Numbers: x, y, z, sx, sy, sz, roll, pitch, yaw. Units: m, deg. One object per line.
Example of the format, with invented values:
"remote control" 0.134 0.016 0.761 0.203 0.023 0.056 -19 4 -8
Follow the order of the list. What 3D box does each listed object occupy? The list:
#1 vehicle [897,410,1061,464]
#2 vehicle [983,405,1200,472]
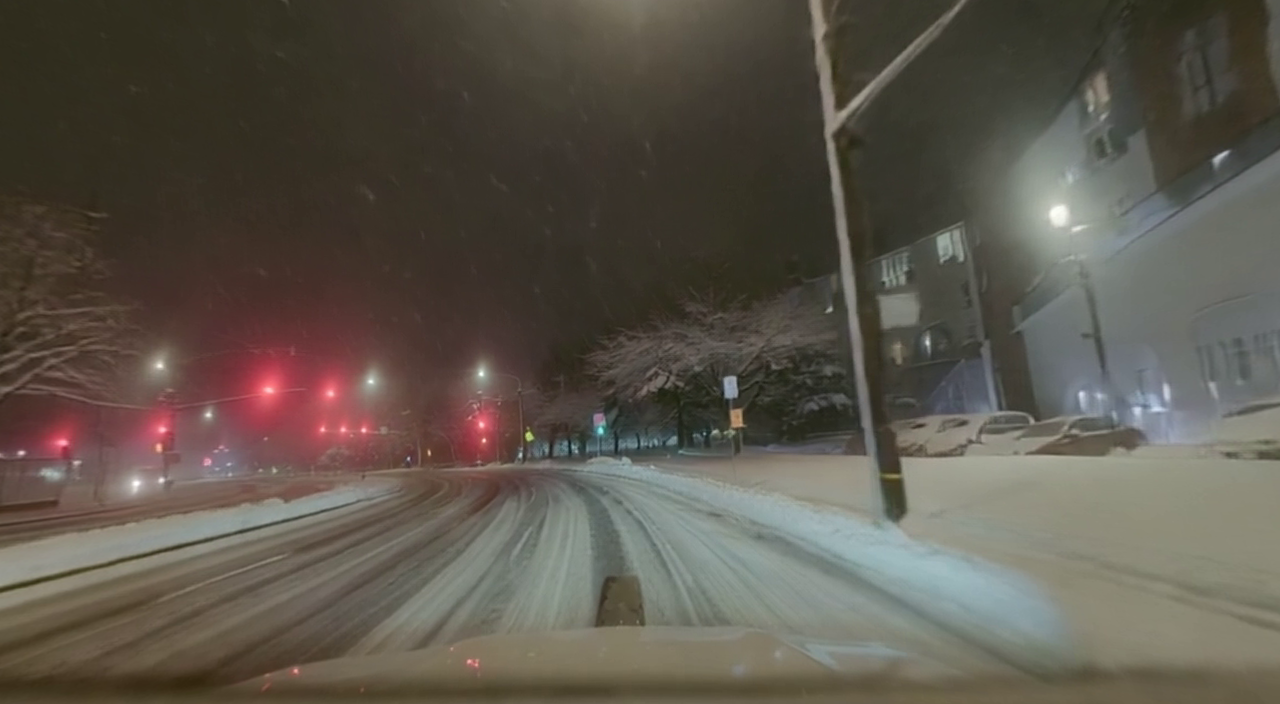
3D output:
"vehicle" 11.309 2.886 21.247 4.441 1.654 2.044 2 -9 -9
"vehicle" 11.727 2.300 16.574 4.400 1.584 1.964 2 -9 -9
